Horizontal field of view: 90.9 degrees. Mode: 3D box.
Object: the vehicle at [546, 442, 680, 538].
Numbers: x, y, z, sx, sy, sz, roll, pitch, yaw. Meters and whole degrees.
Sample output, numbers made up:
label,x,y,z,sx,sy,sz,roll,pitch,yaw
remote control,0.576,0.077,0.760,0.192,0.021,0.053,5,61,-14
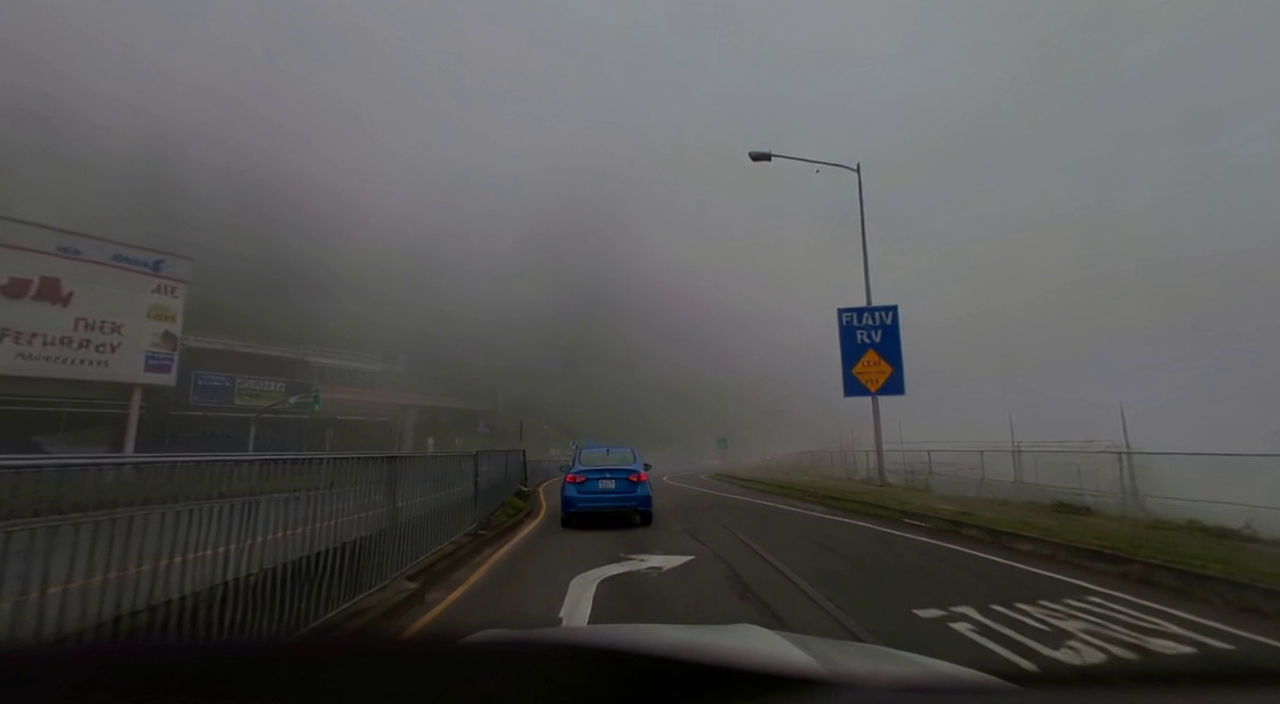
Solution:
label,x,y,z,sx,sy,sz,roll,pitch,yaw
vehicle,-0.529,2.425,11.704,2.063,1.442,3.933,0,-9,-3
